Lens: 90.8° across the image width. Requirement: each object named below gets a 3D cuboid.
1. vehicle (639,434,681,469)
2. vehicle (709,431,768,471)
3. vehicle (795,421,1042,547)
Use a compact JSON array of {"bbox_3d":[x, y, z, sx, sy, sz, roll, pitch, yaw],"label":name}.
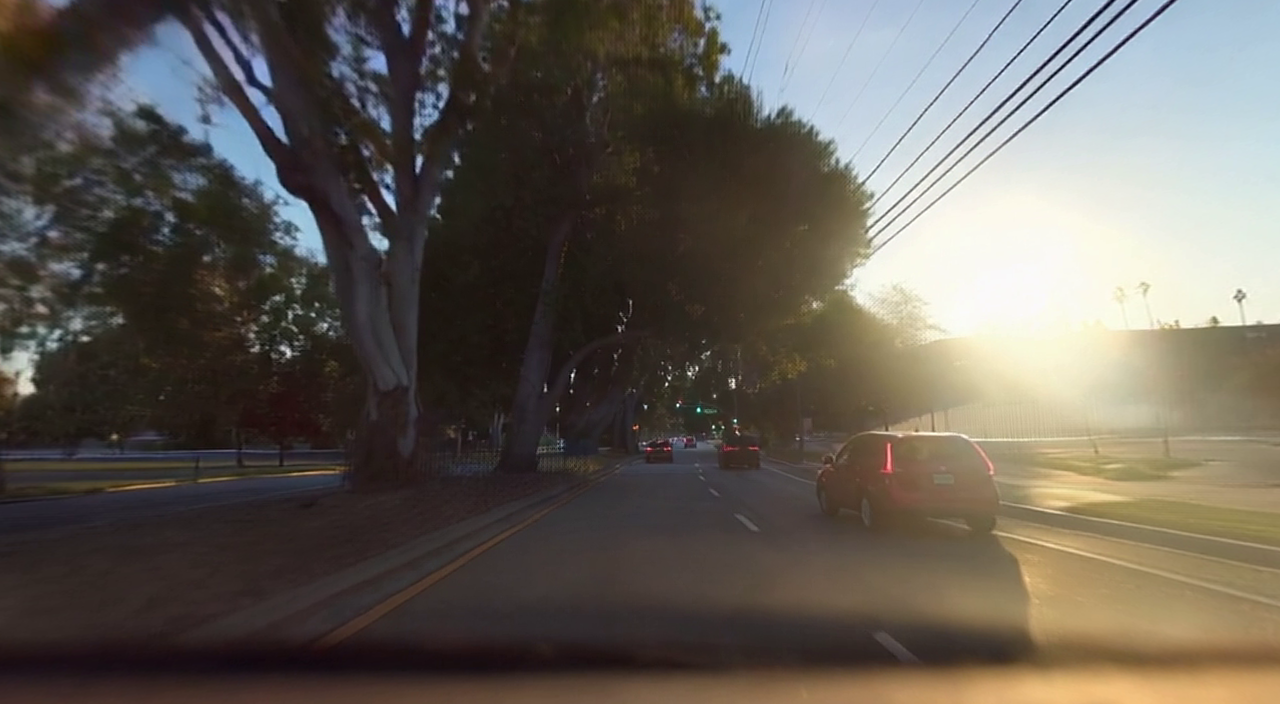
[{"bbox_3d":[1.106,5.521,35.125,2.163,1.746,4.073,-1,-9,2],"label":"vehicle"},{"bbox_3d":[4.881,5.001,32.117,2.254,1.840,4.918,-1,-9,1],"label":"vehicle"},{"bbox_3d":[3.931,1.933,9.890,1.881,1.512,4.294,0,-9,0],"label":"vehicle"}]
